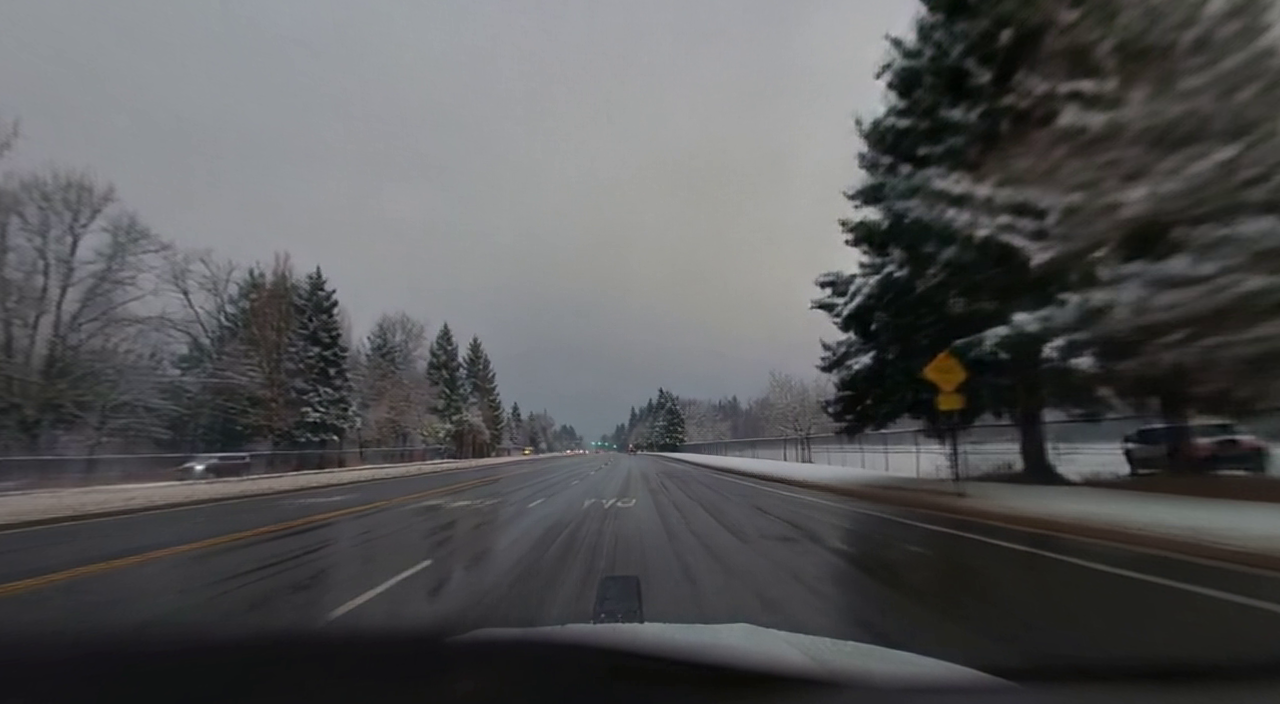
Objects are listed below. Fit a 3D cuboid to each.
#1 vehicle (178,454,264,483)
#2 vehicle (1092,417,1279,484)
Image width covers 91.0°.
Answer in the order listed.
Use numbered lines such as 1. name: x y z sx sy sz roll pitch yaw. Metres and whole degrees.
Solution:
1. vehicle: -24.323 6.768 36.766 1.914 1.500 4.462 -1 -9 0
2. vehicle: 16.496 2.898 18.527 4.740 1.831 2.002 0 -9 0
